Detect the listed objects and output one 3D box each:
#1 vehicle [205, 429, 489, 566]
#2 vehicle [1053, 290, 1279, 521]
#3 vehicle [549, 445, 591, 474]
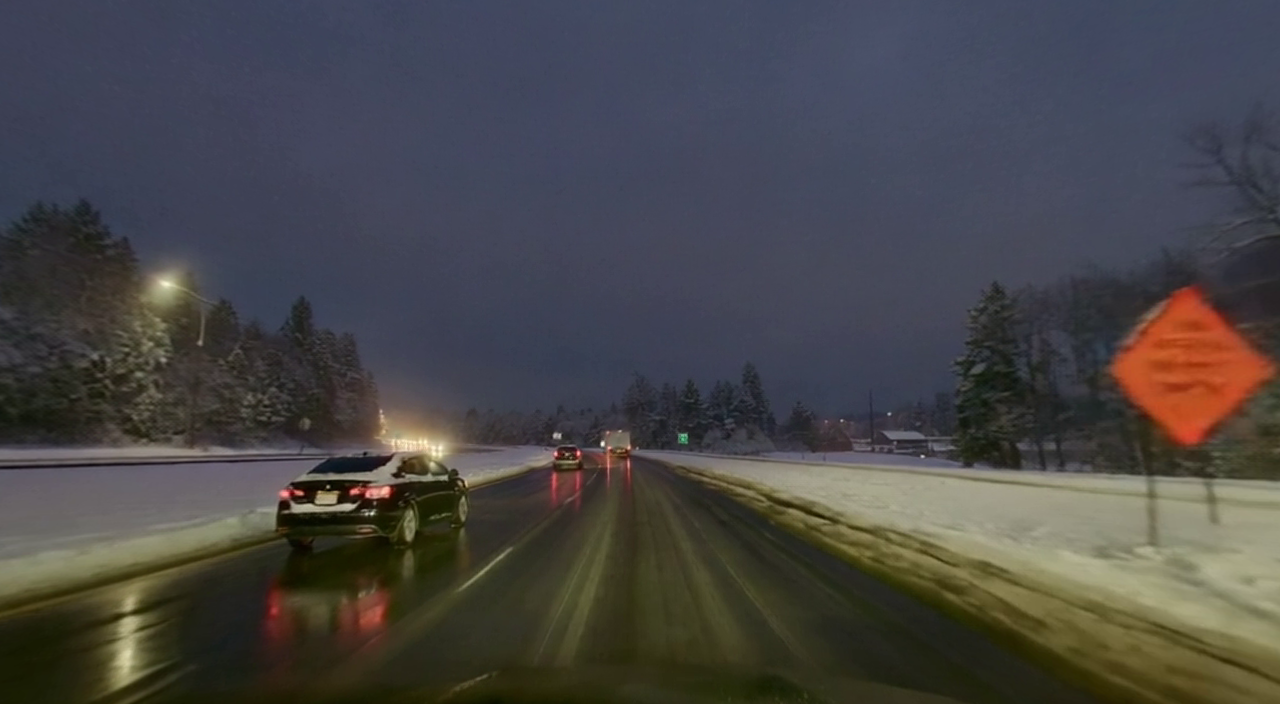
[{"bbox_3d":[-3.856,2.002,9.468,2.012,1.510,4.672,0,-9,0],"label":"vehicle"},{"bbox_3d":[10.666,1.140,12.846,2.203,4.166,2.914,0,-9,0],"label":"vehicle"},{"bbox_3d":[-3.739,5.846,34.429,1.965,1.459,4.145,1,-9,-2],"label":"vehicle"}]
